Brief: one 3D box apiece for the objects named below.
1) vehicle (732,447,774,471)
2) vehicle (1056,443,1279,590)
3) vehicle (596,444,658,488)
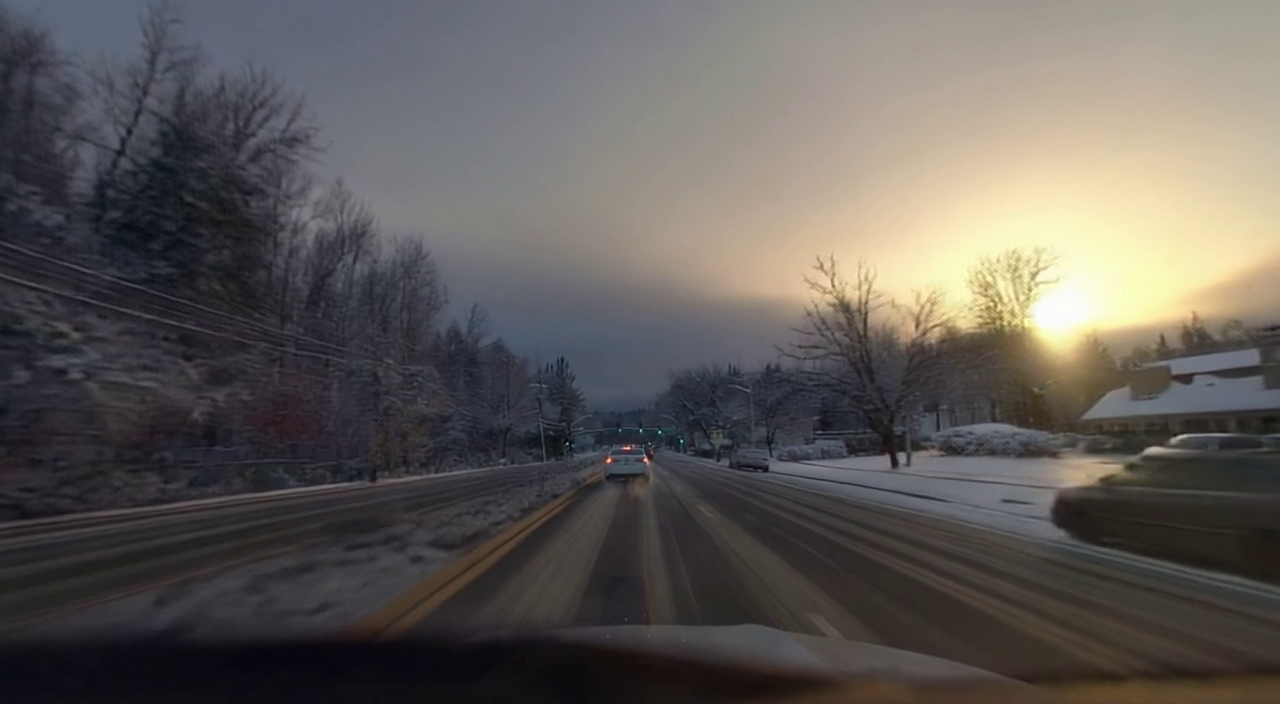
[{"bbox_3d":[7.705,7.350,43.433,2.164,1.511,4.571,0,-8,1],"label":"vehicle"},{"bbox_3d":[7.506,1.796,7.262,2.131,1.474,4.752,0,-8,-1],"label":"vehicle"},{"bbox_3d":[-0.418,4.194,23.576,2.099,1.470,4.302,0,-8,0],"label":"vehicle"}]
